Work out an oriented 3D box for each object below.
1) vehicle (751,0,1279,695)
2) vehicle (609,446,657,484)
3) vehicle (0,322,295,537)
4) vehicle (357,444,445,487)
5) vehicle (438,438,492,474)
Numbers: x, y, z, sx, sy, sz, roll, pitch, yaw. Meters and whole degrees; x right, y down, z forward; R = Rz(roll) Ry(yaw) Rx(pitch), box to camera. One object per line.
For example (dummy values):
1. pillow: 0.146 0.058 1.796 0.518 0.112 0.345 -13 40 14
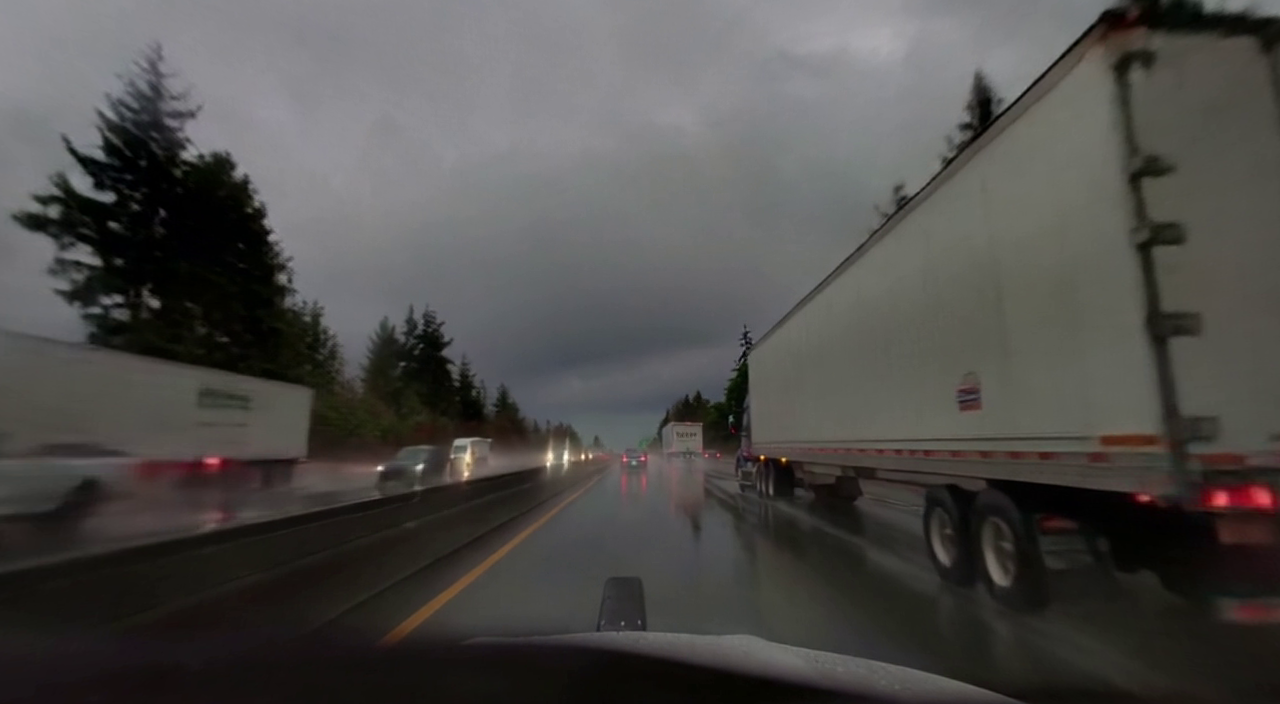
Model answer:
1. vehicle: 4.646 0.854 10.483 2.842 4.060 13.939 0 -9 -1
2. vehicle: -0.296 4.837 27.132 1.939 1.495 3.612 0 -9 0
3. vehicle: -13.162 2.082 15.710 2.788 3.916 10.940 0 -9 1
4. vehicle: -8.763 4.182 23.456 1.848 1.453 3.640 0 -9 0
5. vehicle: -13.365 7.998 48.705 2.255 2.511 6.577 0 -9 0
